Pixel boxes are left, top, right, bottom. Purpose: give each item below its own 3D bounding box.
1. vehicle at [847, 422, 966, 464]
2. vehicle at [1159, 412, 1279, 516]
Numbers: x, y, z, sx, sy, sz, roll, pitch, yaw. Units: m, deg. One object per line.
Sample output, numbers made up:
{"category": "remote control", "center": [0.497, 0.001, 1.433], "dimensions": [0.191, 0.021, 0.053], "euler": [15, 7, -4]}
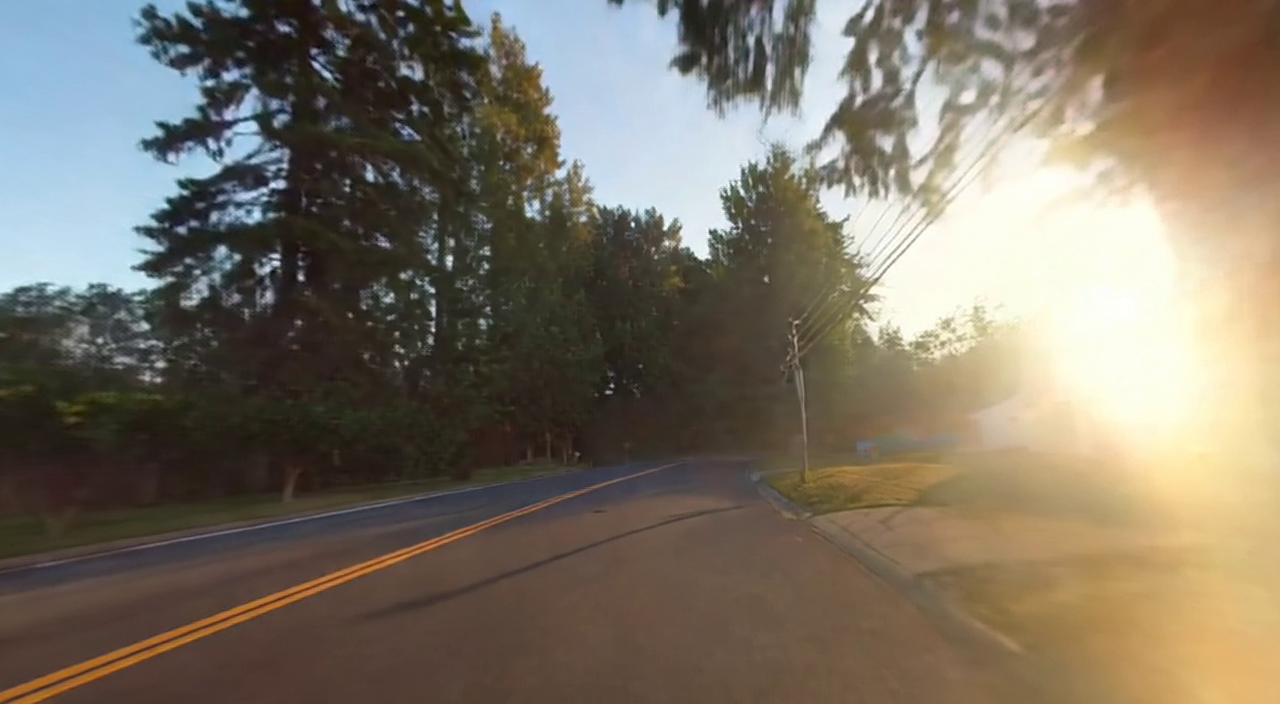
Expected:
{"category": "vehicle", "center": [14.767, 5.135, 35.320], "dimensions": [5.704, 1.788, 2.095], "euler": [-7, -11, 14]}
{"category": "vehicle", "center": [11.335, 1.540, 9.642], "dimensions": [4.644, 1.441, 2.074], "euler": [-6, -10, 11]}
